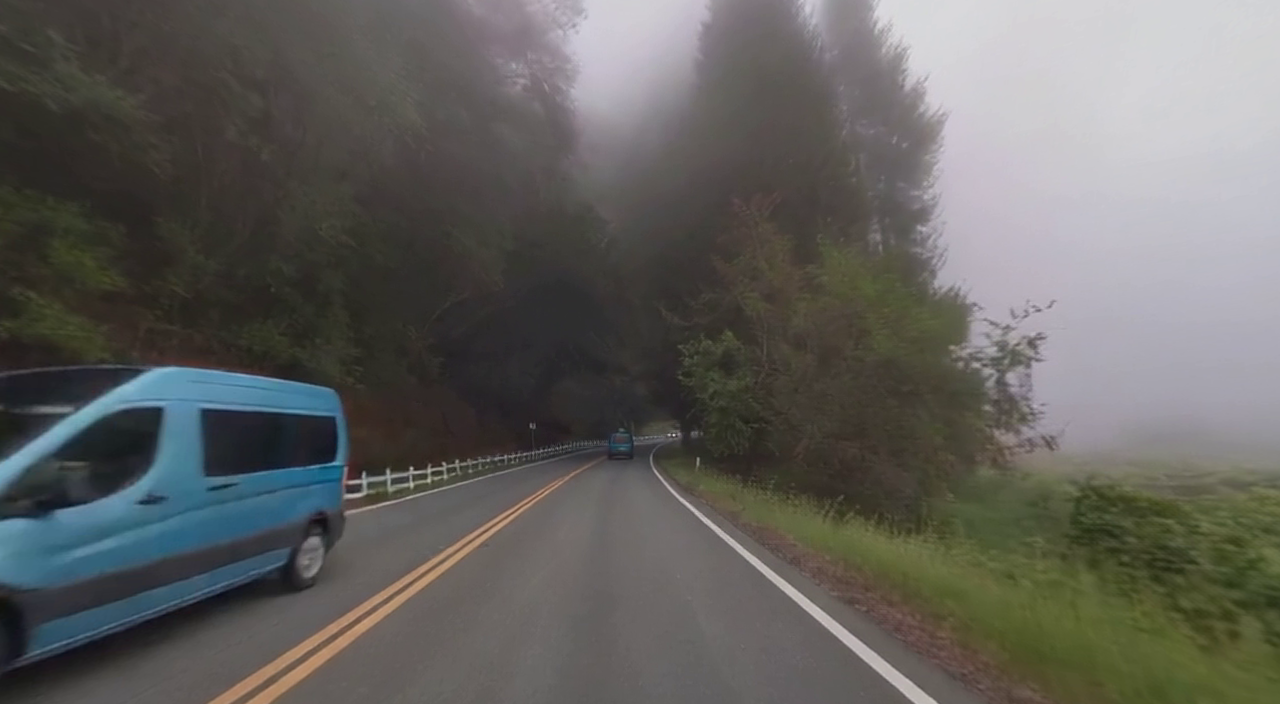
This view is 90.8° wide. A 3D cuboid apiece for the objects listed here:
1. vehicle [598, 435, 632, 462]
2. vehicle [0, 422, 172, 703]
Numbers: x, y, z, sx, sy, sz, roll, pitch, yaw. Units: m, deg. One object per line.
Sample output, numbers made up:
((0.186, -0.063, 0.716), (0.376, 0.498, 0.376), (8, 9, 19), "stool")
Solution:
((-1.909, 7.273, 47.585), (2.439, 1.912, 5.605), (0, -8, -3), "vehicle")
((-3.815, 0.877, 1.391), (1.964, 1.530, 4.808), (0, -9, -1), "vehicle")
